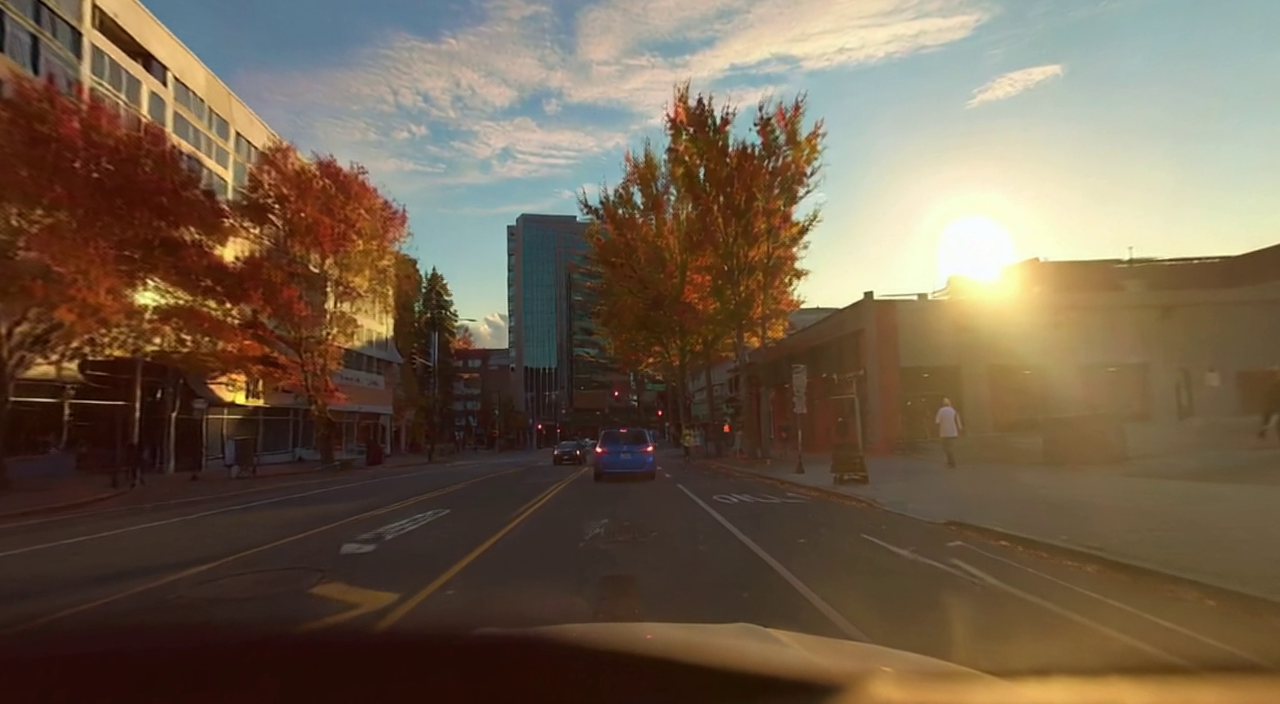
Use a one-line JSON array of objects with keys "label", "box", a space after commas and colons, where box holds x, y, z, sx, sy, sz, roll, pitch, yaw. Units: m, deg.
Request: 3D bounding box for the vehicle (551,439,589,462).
[{"label": "vehicle", "box": [-4.590, 6.533, 41.922, 2.096, 1.415, 4.515, 0, -8, -1]}]

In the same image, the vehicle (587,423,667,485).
[{"label": "vehicle", "box": [-0.427, 3.170, 19.871, 2.274, 1.736, 4.083, 0, -8, -2]}]

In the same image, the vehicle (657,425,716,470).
[{"label": "vehicle", "box": [2.137, 4.549, 30.239, 2.147, 1.968, 4.478, 1, -8, -5]}]
